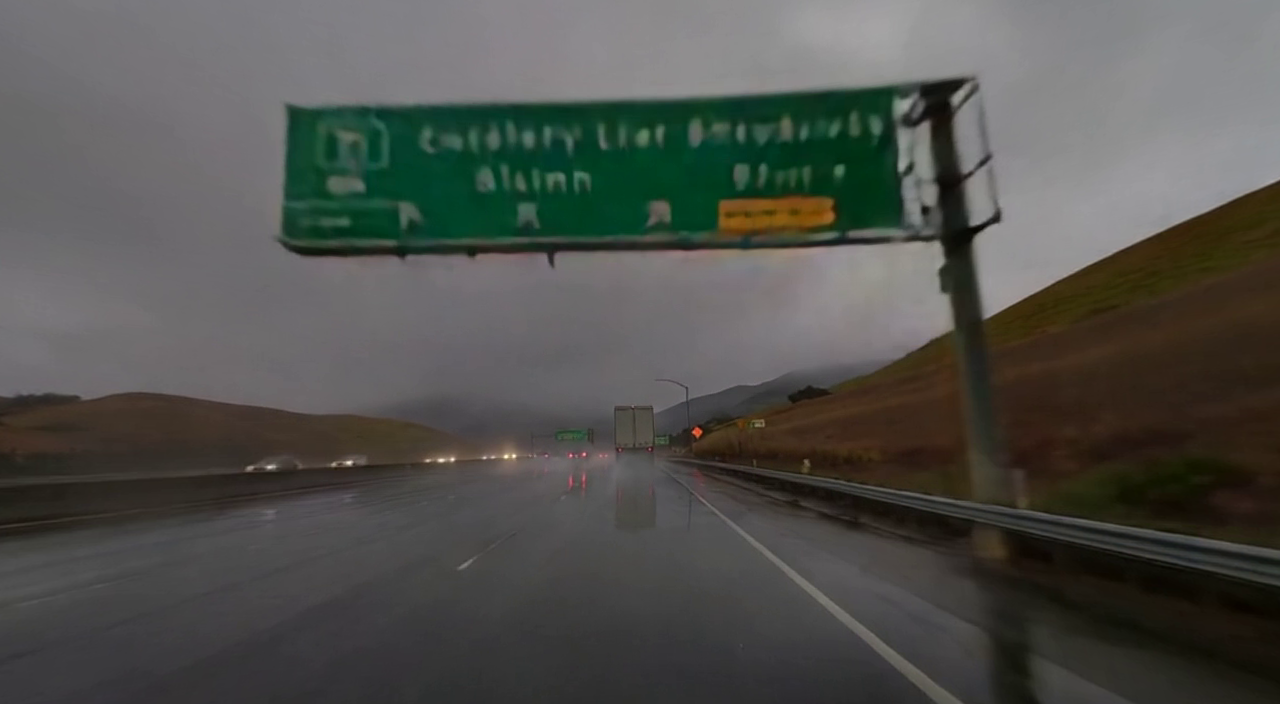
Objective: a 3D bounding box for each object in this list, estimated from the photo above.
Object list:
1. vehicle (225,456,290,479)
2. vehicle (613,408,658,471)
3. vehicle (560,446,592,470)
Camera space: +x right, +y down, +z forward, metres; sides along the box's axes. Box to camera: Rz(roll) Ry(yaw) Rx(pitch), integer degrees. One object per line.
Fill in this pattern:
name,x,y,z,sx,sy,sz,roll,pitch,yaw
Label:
vehicle,-28.876,8.713,47.737,1.883,1.557,4.741,0,-9,1
vehicle,-0.211,6.739,48.021,3.039,4.131,11.822,0,-9,1
vehicle,-4.897,8.153,48.526,2.053,1.746,4.508,0,-9,-1
